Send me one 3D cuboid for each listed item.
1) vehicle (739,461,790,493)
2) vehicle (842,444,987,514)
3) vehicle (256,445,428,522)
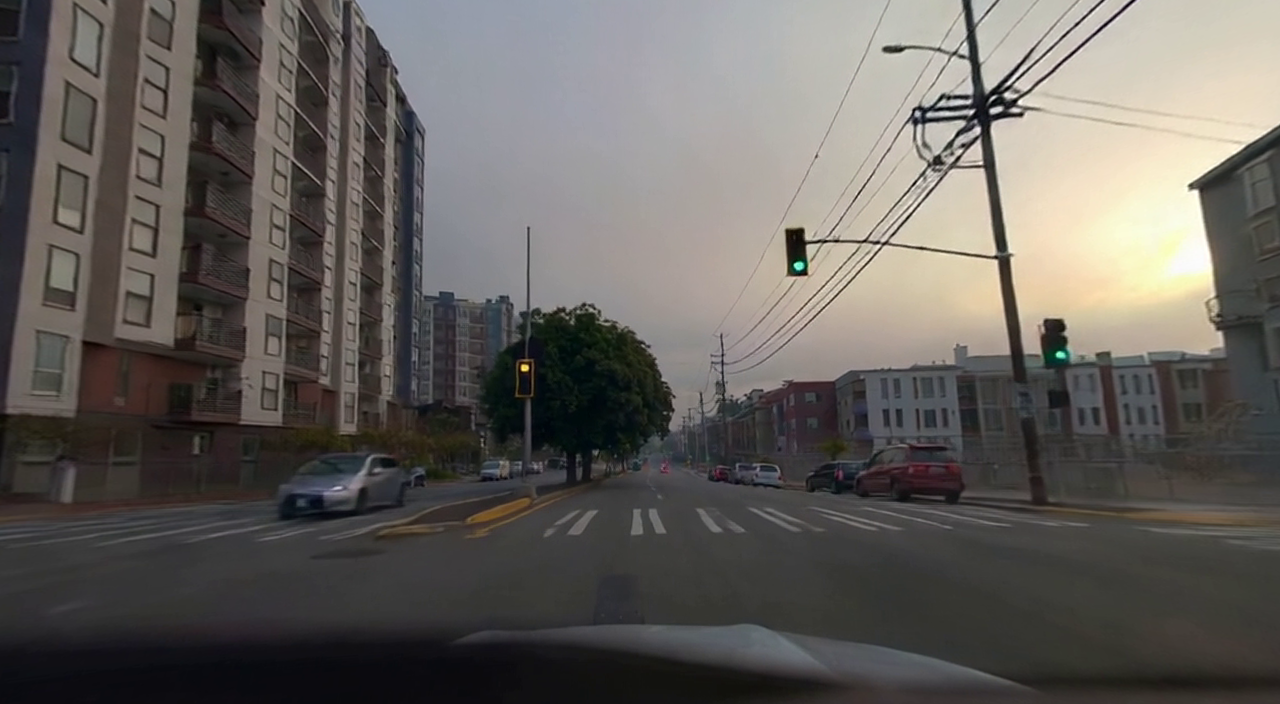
[{"bbox_3d":[7.443,7.515,38.281,2.143,1.731,4.781,0,-9,0],"label":"vehicle"},{"bbox_3d":[7.506,3.482,17.881,1.996,1.704,4.490,0,-9,-1],"label":"vehicle"},{"bbox_3d":[-7.093,3.150,15.683,2.180,1.608,4.321,0,-9,-1],"label":"vehicle"}]
